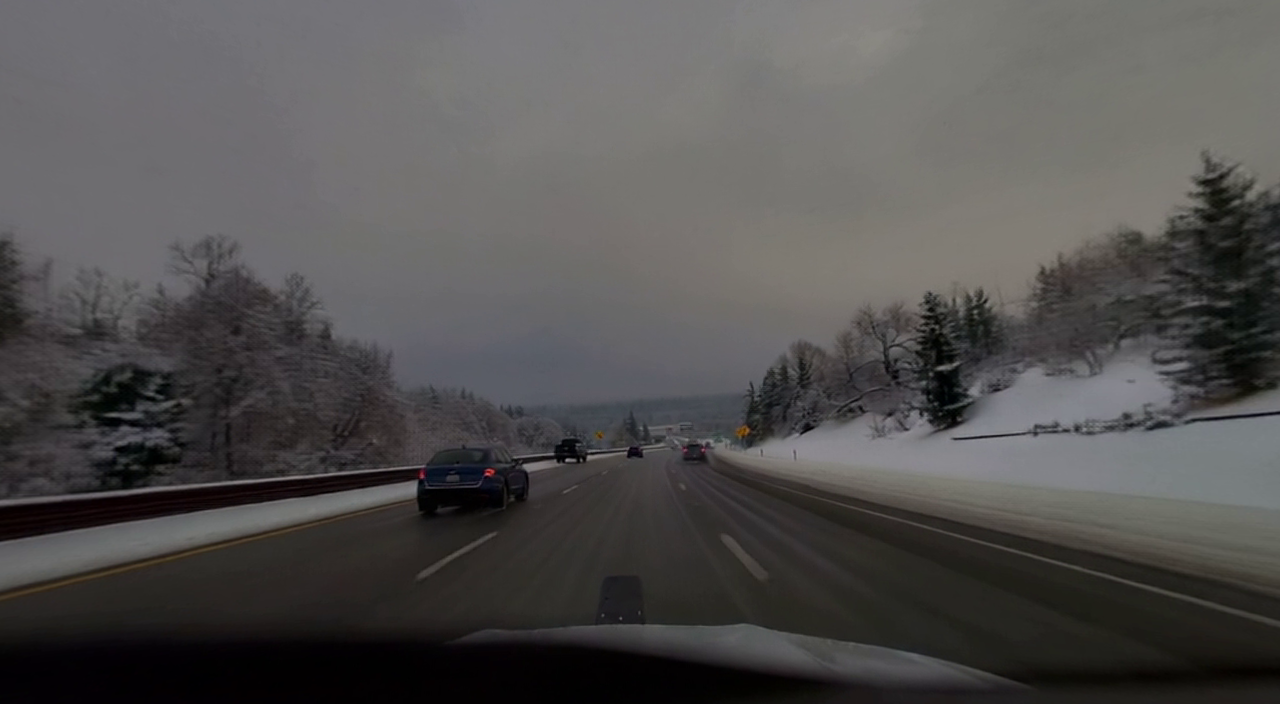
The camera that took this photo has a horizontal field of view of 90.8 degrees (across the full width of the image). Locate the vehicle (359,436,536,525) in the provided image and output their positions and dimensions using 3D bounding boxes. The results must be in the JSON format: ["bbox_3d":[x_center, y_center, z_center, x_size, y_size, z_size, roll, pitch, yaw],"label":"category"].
[{"bbox_3d":[-3.635,2.530,12.994,2.192,1.482,4.454,0,-9,1],"label":"vehicle"}]

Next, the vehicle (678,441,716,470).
[{"bbox_3d":[3.749,6.889,42.351,2.211,1.814,4.404,0,-9,2],"label":"vehicle"}]
